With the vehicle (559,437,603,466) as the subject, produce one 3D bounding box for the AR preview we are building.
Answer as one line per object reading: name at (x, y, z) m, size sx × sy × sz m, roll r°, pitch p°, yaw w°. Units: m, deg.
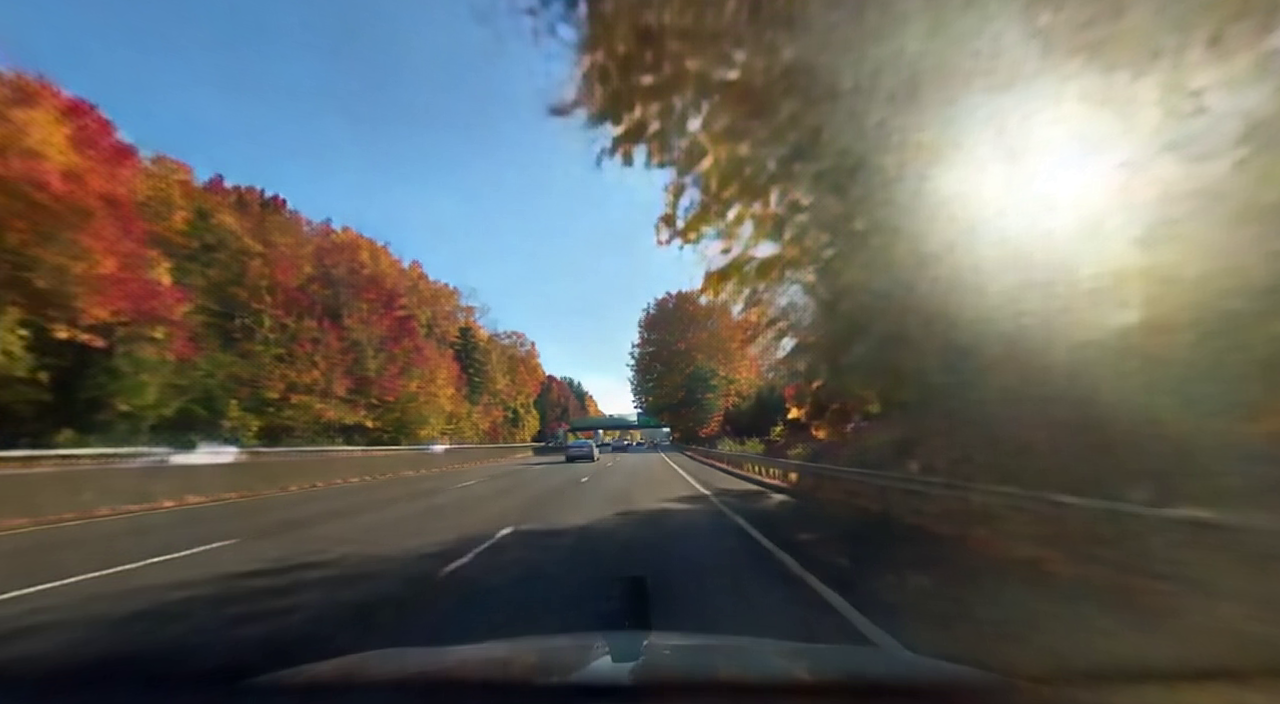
vehicle at (-3.481, 5.997, 37.984) m, size 2.123 × 1.643 × 4.479 m, roll 0°, pitch -8°, yaw 1°
